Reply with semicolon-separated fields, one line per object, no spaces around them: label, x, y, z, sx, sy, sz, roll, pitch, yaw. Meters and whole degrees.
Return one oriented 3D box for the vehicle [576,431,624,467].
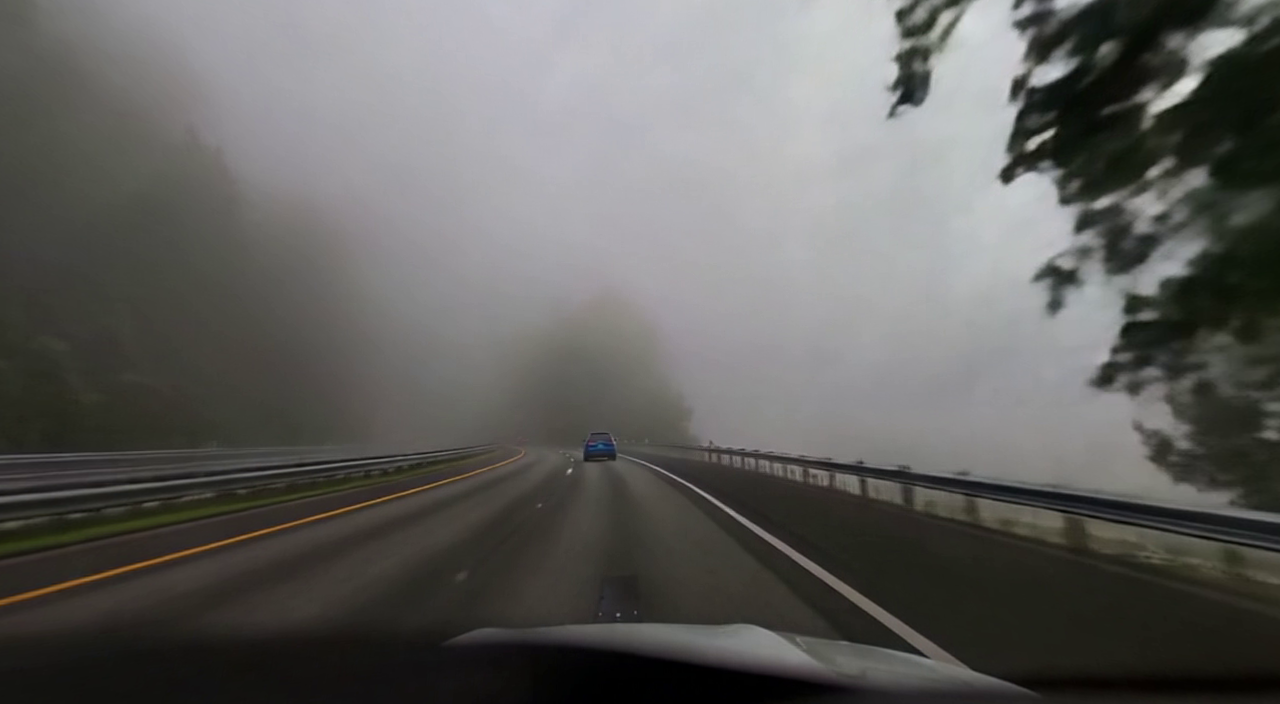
vehicle;-2.216;5.317;34.752;2.452;1.857;4.022;0;-8;-4
